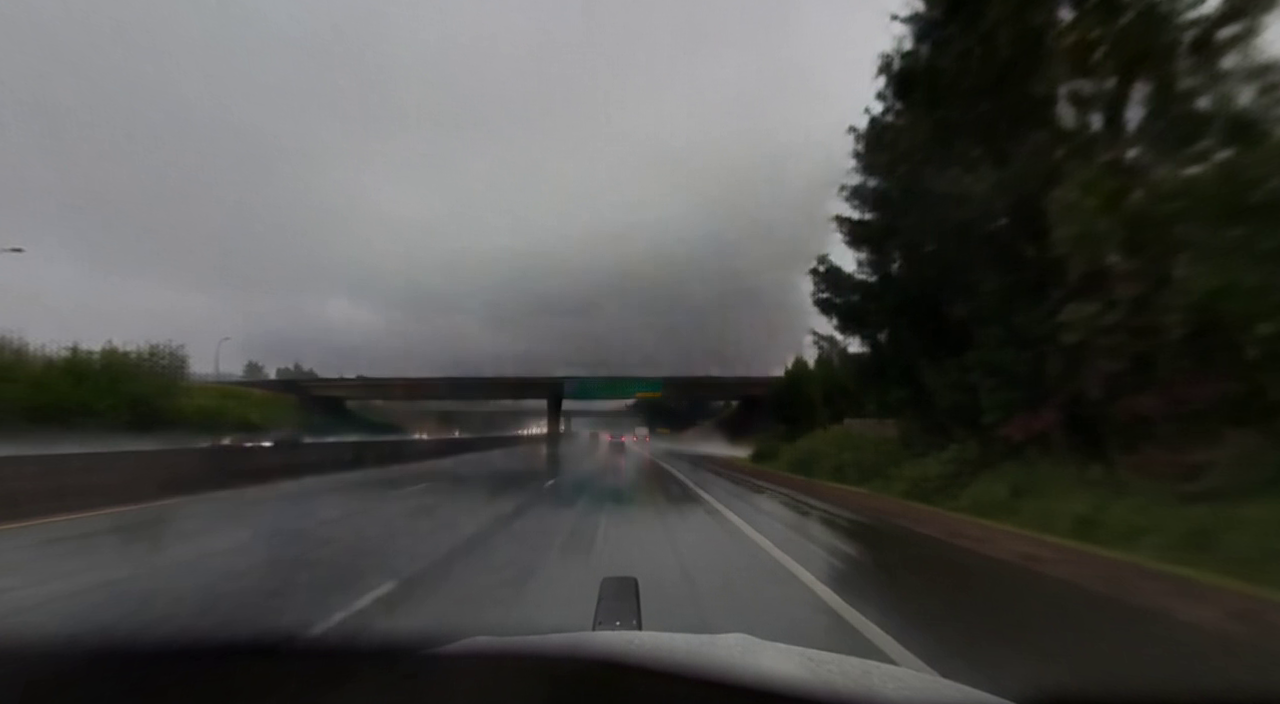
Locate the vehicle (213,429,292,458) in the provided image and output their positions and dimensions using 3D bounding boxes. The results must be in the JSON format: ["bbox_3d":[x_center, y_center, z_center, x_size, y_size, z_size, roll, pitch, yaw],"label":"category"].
[{"bbox_3d":[-21.948,5.190,35.817,1.919,1.535,4.259,0,-8,-2],"label":"vehicle"}]
